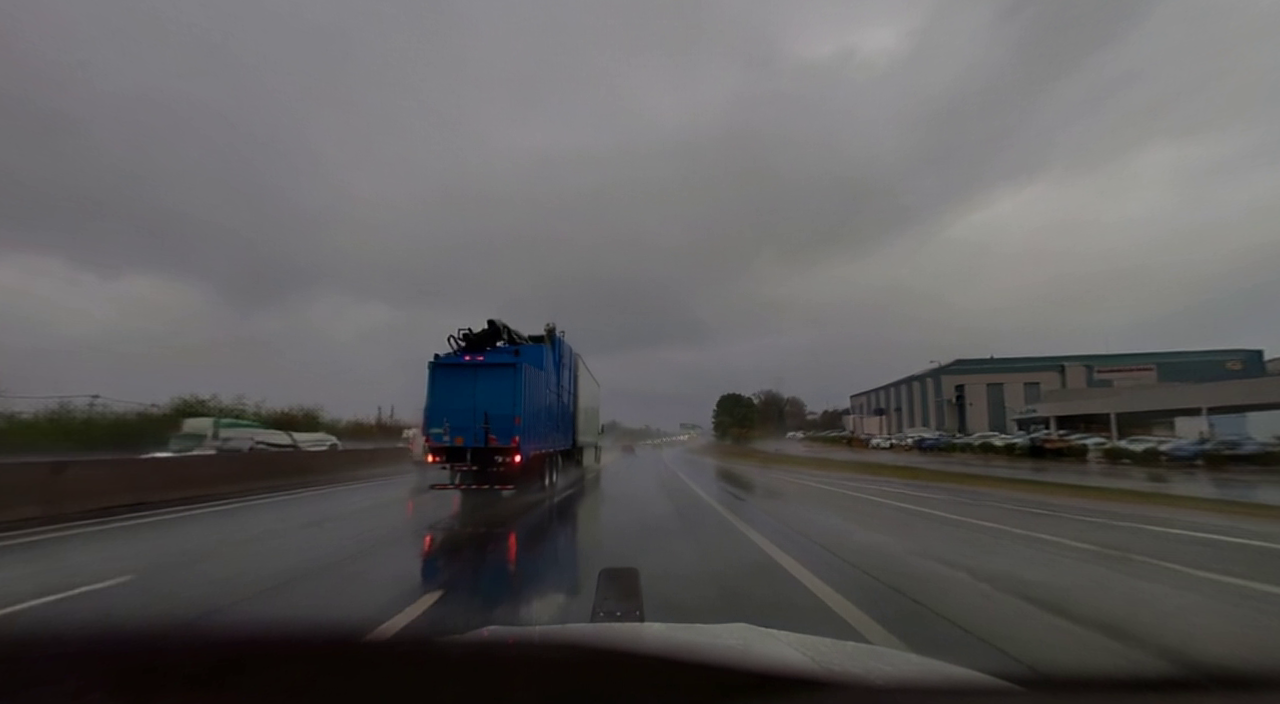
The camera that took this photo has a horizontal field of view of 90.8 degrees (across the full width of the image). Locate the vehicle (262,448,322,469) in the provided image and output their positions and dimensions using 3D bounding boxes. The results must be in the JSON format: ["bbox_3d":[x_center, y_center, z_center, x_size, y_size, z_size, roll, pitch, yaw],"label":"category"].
[{"bbox_3d":[-27.348,8.355,49.817,1.911,1.505,4.787,0,-8,1],"label":"vehicle"}]

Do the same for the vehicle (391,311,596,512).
[{"bbox_3d":[-3.536,2.363,21.078,2.939,4.132,16.303,0,-8,0],"label":"vehicle"}]

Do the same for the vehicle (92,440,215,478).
[{"bbox_3d":[-27.841,6.107,36.495,2.253,1.970,6.015,0,-8,1],"label":"vehicle"}]
